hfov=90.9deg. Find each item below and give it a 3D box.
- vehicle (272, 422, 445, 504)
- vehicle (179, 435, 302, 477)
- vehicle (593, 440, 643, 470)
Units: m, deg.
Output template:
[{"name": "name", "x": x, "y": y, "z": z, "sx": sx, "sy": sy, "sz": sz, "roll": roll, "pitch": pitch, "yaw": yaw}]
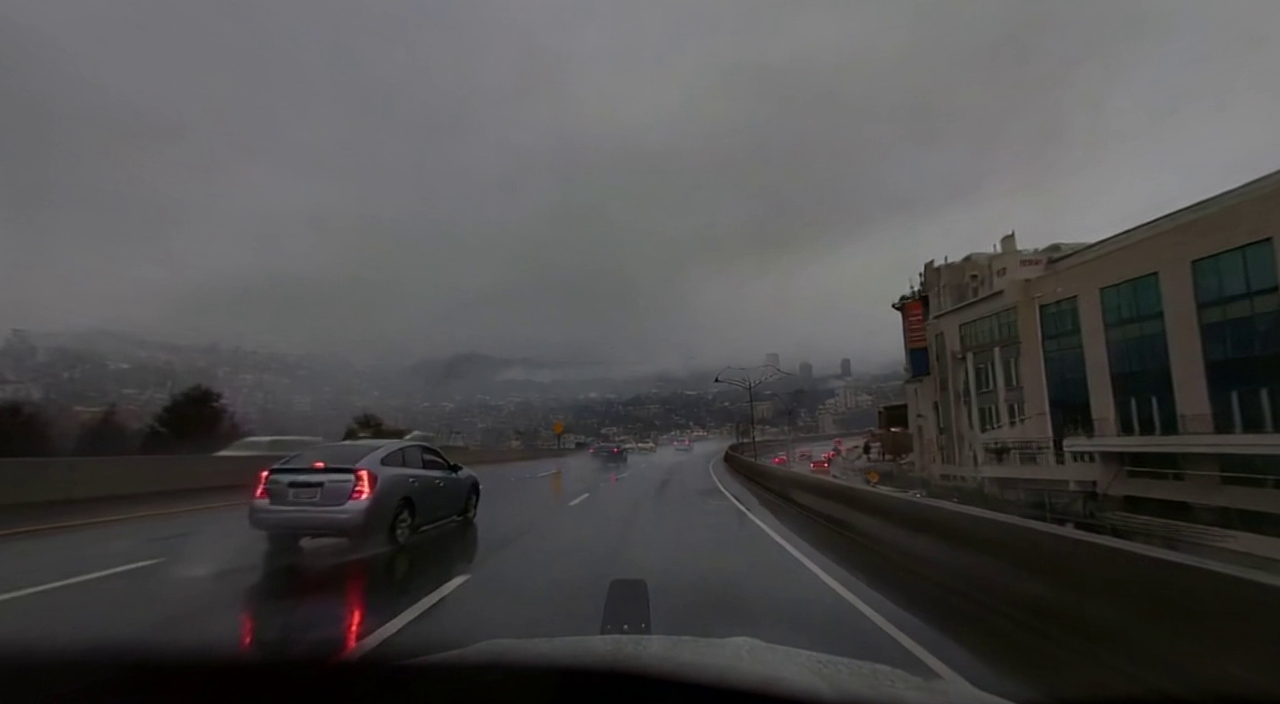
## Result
[{"name": "vehicle", "x": -6.599, "y": 2.663, "z": 15.444, "sx": 1.993, "sy": 1.690, "sz": 4.450, "roll": -1, "pitch": -9, "yaw": 3}, {"name": "vehicle", "x": -16.279, "y": 4.279, "z": 26.034, "sx": 1.956, "sy": 1.568, "sz": 4.373, "roll": -1, "pitch": -9, "yaw": 5}, {"name": "vehicle", "x": -1.057, "y": 5.250, "z": 32.298, "sx": 1.928, "sy": 1.455, "sz": 4.361, "roll": -1, "pitch": -9, "yaw": 6}]
